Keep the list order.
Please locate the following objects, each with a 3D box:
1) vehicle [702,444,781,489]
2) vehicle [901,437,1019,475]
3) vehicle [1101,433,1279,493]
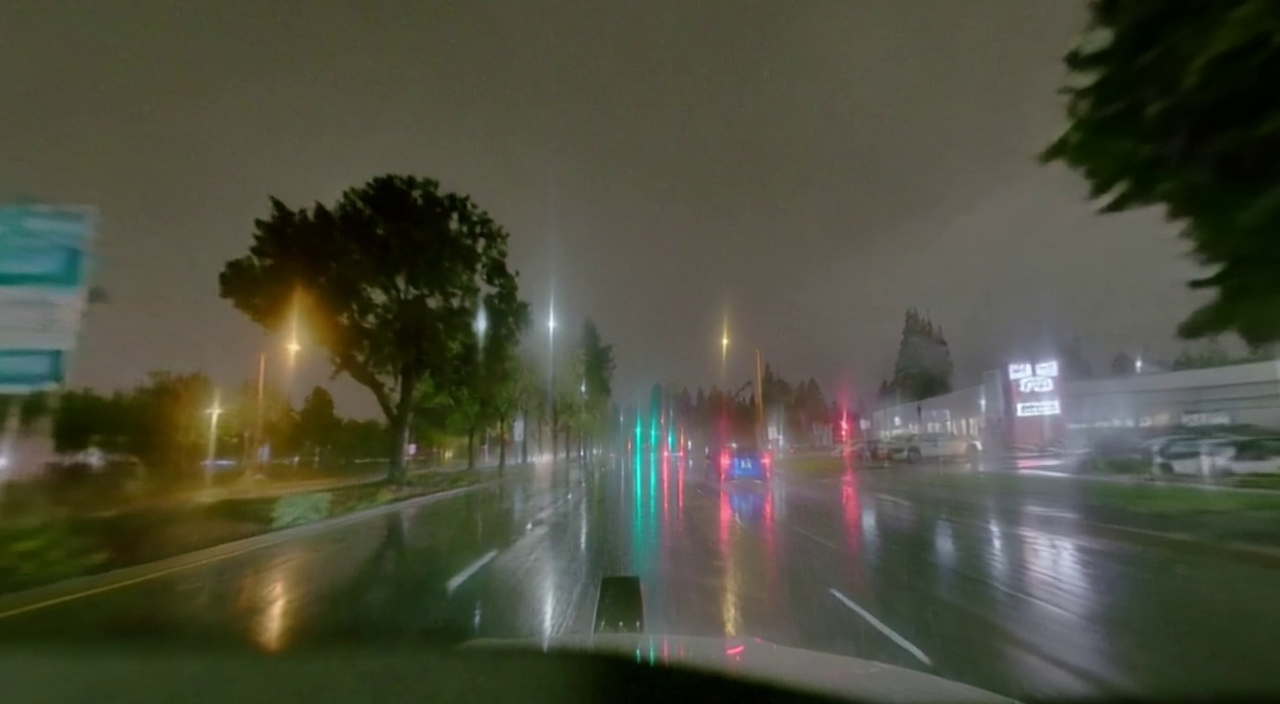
[{"bbox_3d":[3.647,4.177,23.533,2.033,1.482,4.571,0,-8,-2],"label":"vehicle"},{"bbox_3d":[15.824,5.150,31.411,4.684,1.448,2.090,-4,-8,-3],"label":"vehicle"},{"bbox_3d":[15.075,2.868,16.603,4.236,1.430,2.139,0,-8,-1],"label":"vehicle"}]
